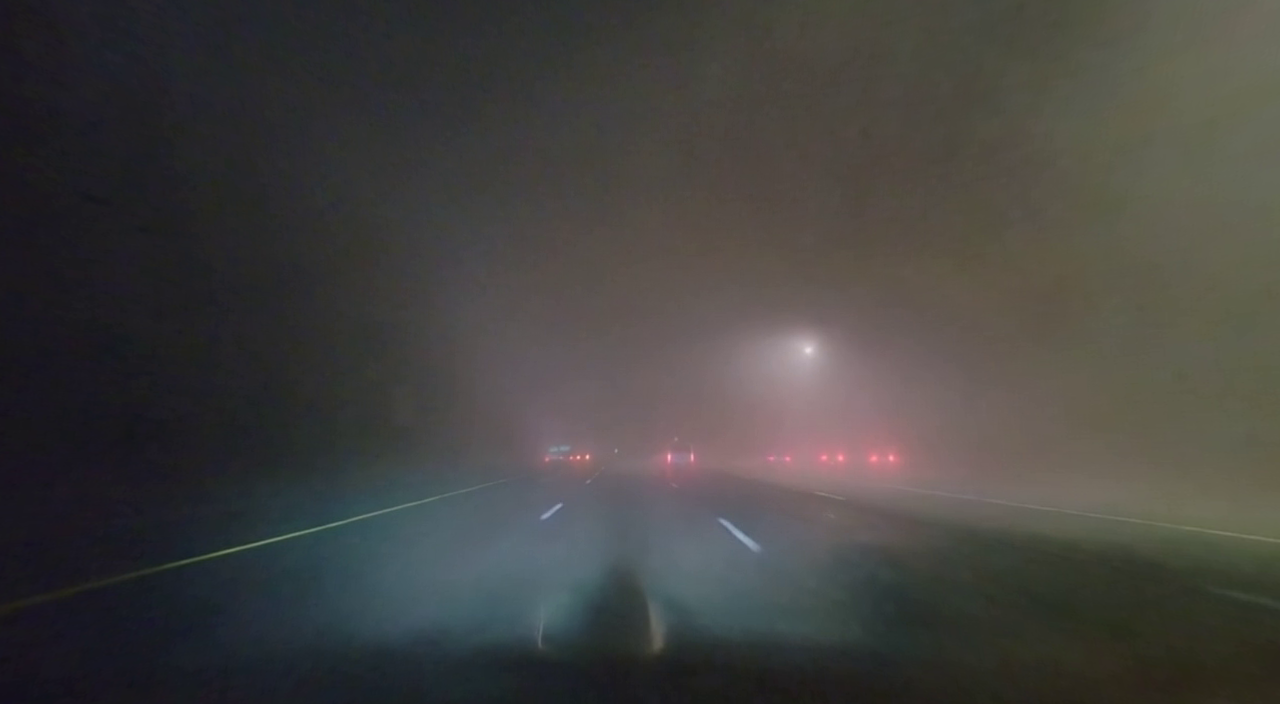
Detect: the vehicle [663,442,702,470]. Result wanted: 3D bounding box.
[{"bbox_3d":[2.947,7.341,44.450,2.233,1.861,4.494,1,-9,-3],"label":"vehicle"}]
